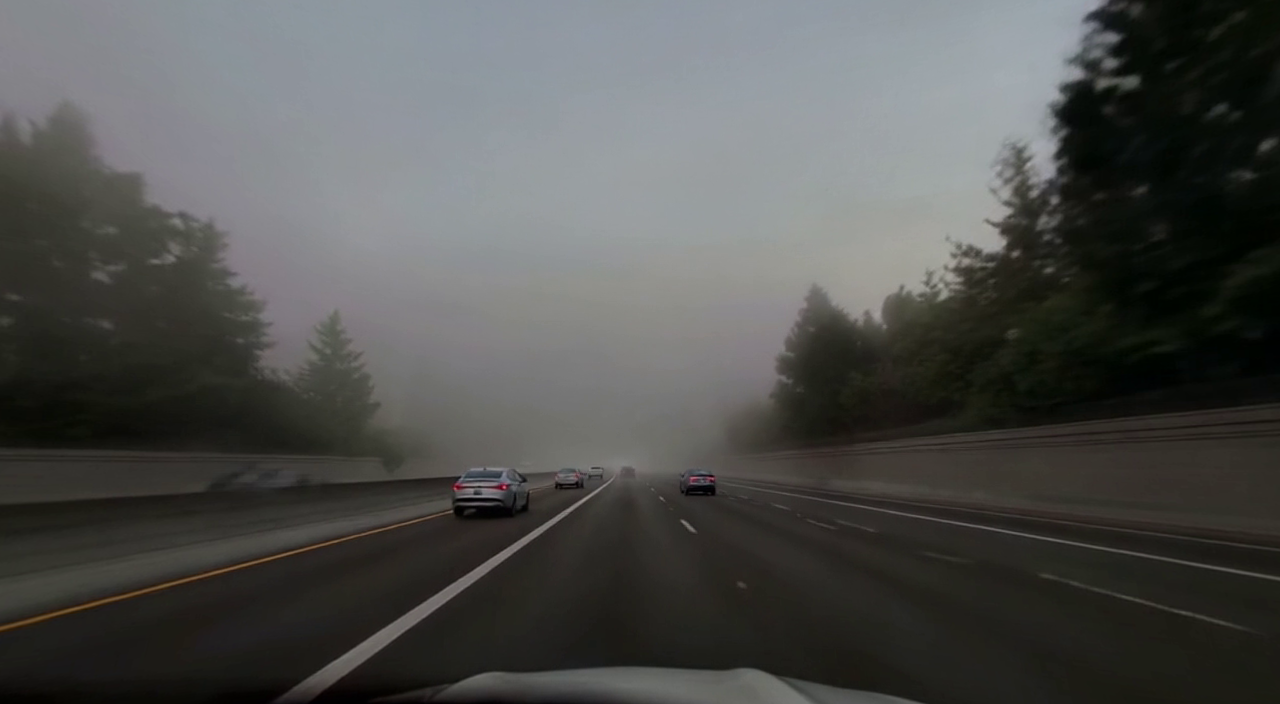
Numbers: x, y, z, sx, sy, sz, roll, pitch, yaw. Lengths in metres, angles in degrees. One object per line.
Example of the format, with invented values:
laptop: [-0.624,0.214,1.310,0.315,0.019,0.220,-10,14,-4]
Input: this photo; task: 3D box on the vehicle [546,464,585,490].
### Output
vehicle: [-4.532,7.668,38.896,2.000,1.484,3.995,1,-11,-1]

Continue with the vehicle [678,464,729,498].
vehicle: [3.017,6.289,30.918,1.981,1.516,4.109,1,-11,-1]

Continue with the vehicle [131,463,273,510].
vehicle: [-16.513,5.074,24.146,2.005,1.580,4.764,1,-11,-1]

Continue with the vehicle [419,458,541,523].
vehicle: [-4.058,3.637,16.933,2.004,1.468,4.812,1,-11,0]
